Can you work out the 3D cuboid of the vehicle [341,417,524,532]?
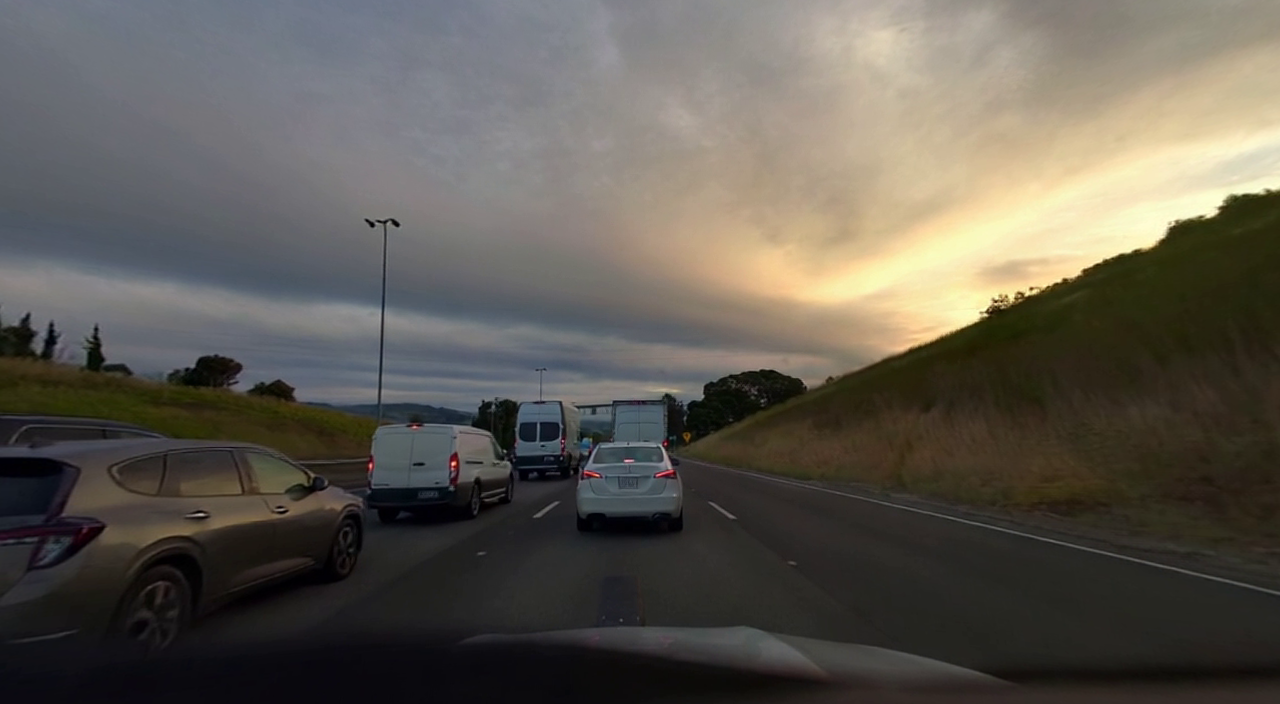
[{"bbox_3d":[-3.930,2.422,12.990,2.055,1.913,4.584,-1,-9,2],"label":"vehicle"}]

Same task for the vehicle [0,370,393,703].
[{"bbox_3d":[-3.665,1.208,4.452,2.029,1.656,4.437,0,-9,0],"label":"vehicle"}]

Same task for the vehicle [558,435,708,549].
[{"bbox_3d":[-0.095,2.137,10.175,1.995,1.495,3.380,0,-9,0],"label":"vehicle"}]
